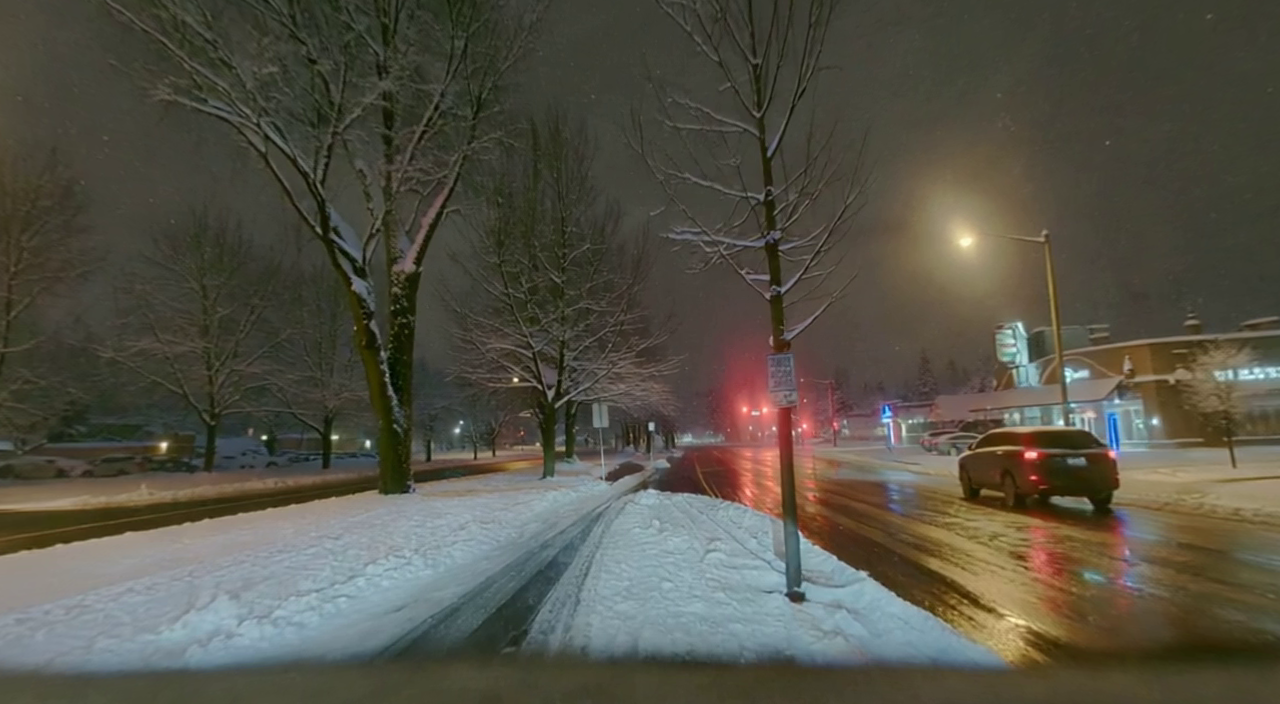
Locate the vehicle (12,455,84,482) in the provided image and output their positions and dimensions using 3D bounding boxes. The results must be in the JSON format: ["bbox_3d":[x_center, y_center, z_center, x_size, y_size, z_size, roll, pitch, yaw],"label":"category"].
[{"bbox_3d":[-35.949,7.014,38.334,4.157,1.458,2.130,-6,-10,33],"label":"vehicle"}]

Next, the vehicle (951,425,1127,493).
[{"bbox_3d":[10.960,2.985,17.894,2.100,1.638,4.545,0,-9,2],"label":"vehicle"}]

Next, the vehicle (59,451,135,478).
[{"bbox_3d":[-34.853,7.171,40.513,5.124,1.541,2.121,-5,-10,32],"label":"vehicle"}]
